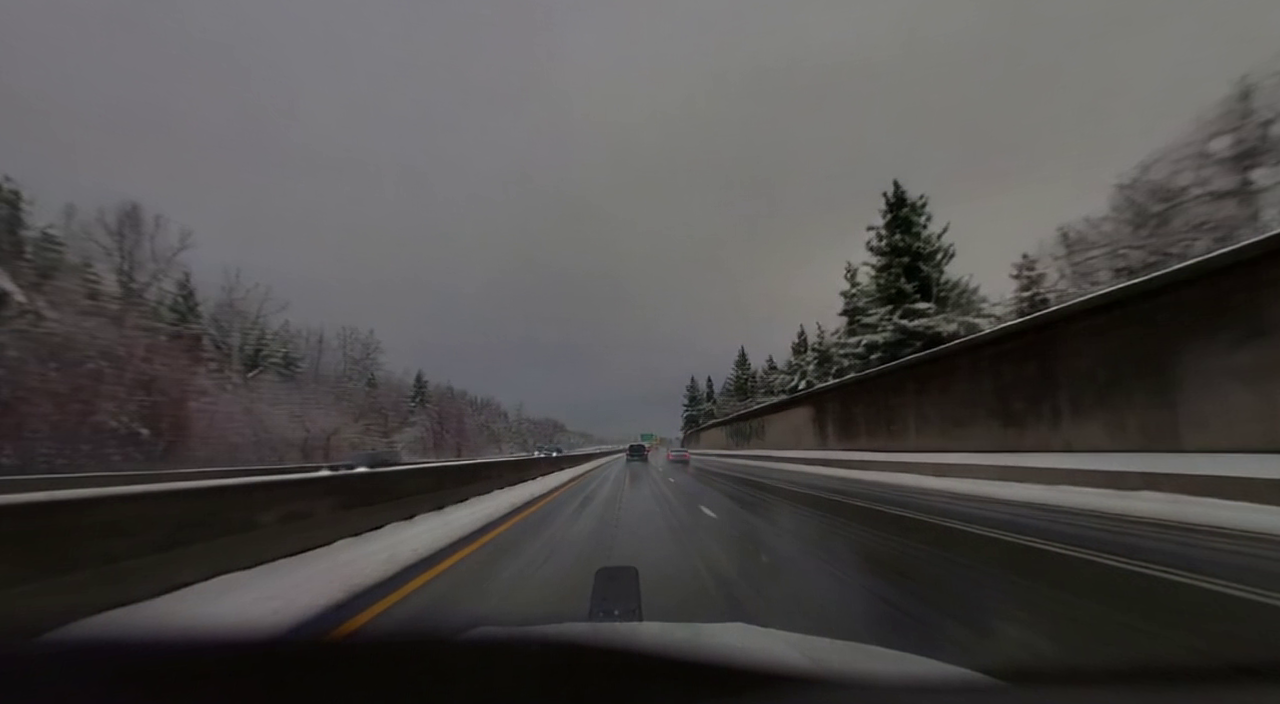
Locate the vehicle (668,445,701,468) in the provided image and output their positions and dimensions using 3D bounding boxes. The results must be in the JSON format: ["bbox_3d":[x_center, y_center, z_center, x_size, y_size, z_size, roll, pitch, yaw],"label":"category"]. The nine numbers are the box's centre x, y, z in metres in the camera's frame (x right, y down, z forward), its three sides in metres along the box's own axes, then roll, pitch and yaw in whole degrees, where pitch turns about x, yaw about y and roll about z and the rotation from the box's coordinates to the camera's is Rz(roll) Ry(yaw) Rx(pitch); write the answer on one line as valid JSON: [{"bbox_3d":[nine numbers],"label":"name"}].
[{"bbox_3d":[3.450,8.151,49.024,2.303,1.614,4.154,-1,-9,0],"label":"vehicle"}]

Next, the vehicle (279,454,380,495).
[{"bbox_3d":[-13.141,5.168,26.892,1.928,1.508,4.672,-1,-9,0],"label":"vehicle"}]

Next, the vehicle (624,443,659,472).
[{"bbox_3d":[0.076,6.606,39.290,2.095,1.671,4.219,0,-9,-1],"label":"vehicle"}]
